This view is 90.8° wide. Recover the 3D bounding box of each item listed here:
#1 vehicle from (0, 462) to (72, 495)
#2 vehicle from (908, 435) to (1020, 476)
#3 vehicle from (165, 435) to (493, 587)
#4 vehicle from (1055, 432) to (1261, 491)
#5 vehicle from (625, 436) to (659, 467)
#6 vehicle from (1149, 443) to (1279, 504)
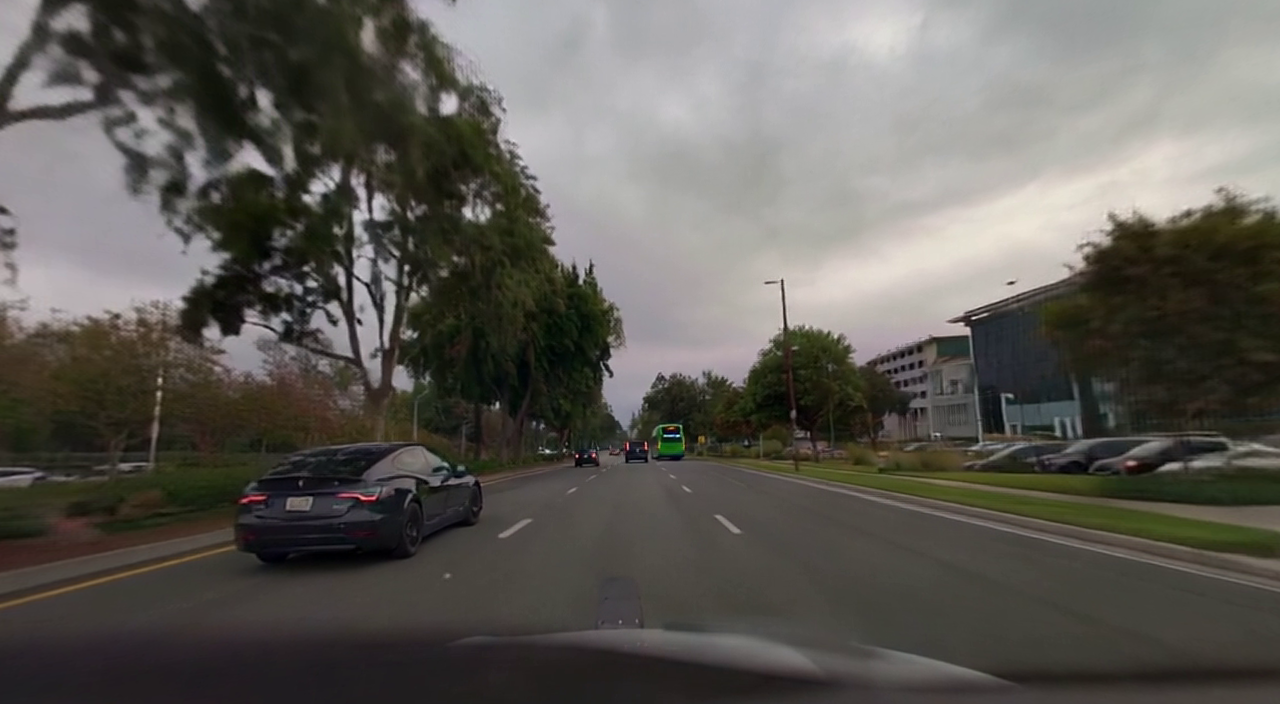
[{"bbox_3d":[-33.902,6.893,34.117,4.583,1.608,1.945,-3,-10,0],"label":"vehicle"},{"bbox_3d":[16.902,5.445,33.141,4.520,1.834,2.167,-3,-10,-1],"label":"vehicle"},{"bbox_3d":[-3.599,1.913,8.553,2.120,1.481,4.535,0,-9,0],"label":"vehicle"},{"bbox_3d":[15.979,3.392,19.694,4.628,1.706,1.965,0,-9,0],"label":"vehicle"},{"bbox_3d":[0.083,7.213,45.964,2.336,2.122,5.207,0,-9,-1],"label":"vehicle"},{"bbox_3d":[16.689,3.181,16.747,4.682,1.507,1.878,0,-9,0],"label":"vehicle"}]
